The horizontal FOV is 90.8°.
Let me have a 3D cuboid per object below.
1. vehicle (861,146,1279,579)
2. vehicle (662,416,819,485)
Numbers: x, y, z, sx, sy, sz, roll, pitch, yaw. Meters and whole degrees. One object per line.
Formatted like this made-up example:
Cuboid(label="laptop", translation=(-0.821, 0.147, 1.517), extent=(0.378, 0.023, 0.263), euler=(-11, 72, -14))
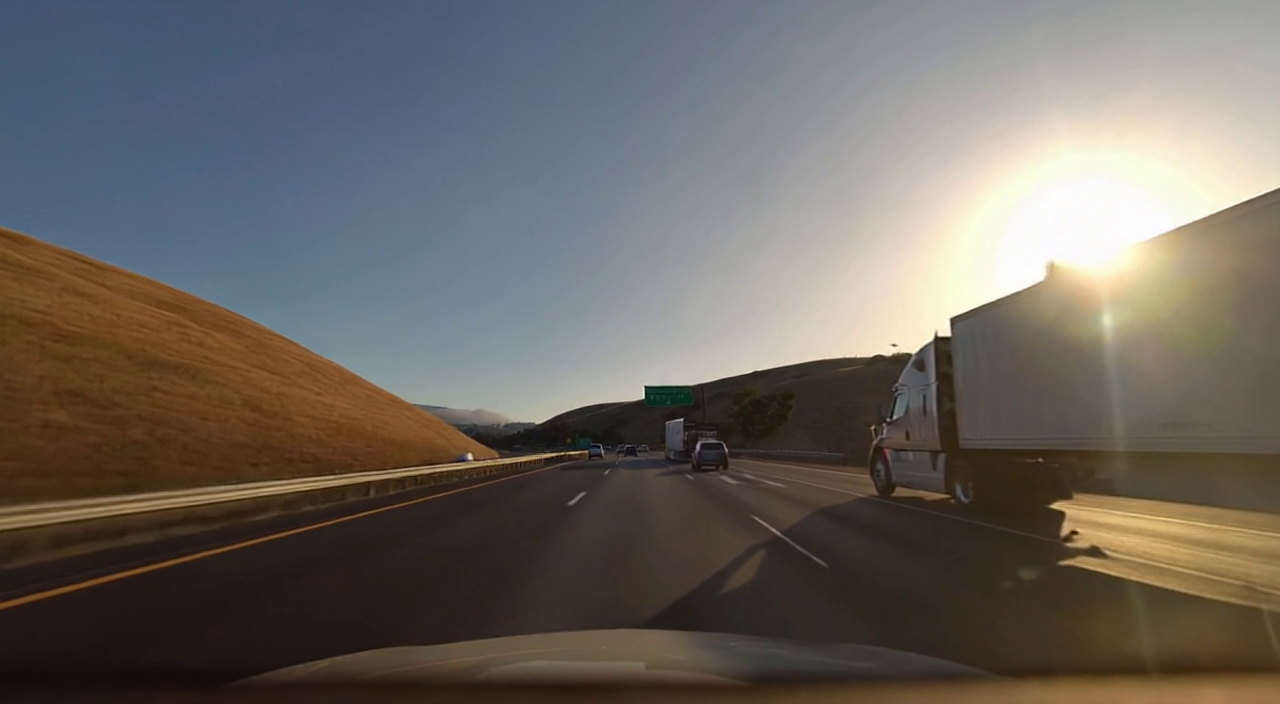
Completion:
Cuboid(label="vehicle", translation=(7.729, 0.598, 9.456), extent=(2.935, 4.187, 16.357), euler=(0, -9, 0))
Cuboid(label="vehicle", translation=(3.409, 3.478, 22.384), extent=(5.075, 2.277, 2.365), euler=(0, -9, -3))
